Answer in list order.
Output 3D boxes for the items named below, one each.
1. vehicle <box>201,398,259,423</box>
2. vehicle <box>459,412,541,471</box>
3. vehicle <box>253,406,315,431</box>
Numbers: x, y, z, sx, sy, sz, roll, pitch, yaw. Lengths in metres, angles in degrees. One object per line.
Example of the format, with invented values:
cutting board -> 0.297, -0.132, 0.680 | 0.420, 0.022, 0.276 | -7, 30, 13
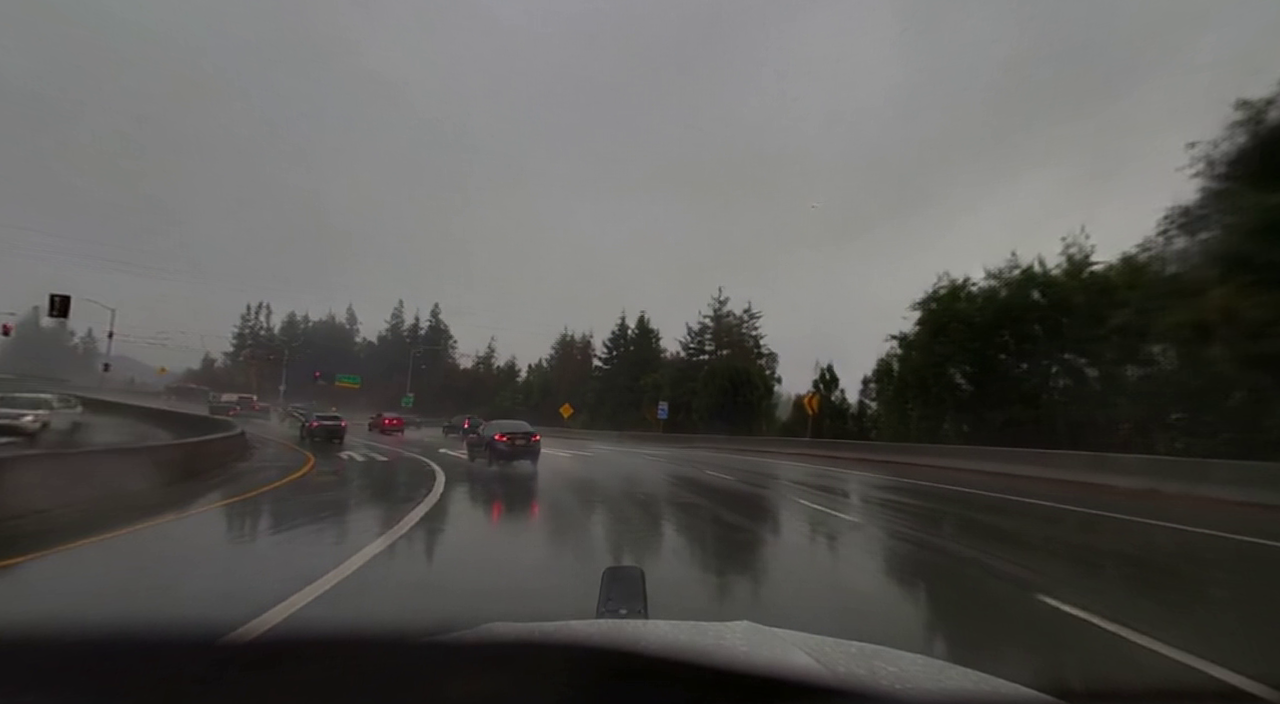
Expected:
vehicle -> -31.038, 4.465, 47.717 | 4.285, 1.747, 2.076 | -6, -10, 35
vehicle -> -4.743, 2.960, 20.892 | 2.140, 1.724, 4.304 | 3, -9, -18
vehicle -> -24.144, 4.527, 42.690 | 4.623, 1.501, 2.033 | -7, -11, 40
